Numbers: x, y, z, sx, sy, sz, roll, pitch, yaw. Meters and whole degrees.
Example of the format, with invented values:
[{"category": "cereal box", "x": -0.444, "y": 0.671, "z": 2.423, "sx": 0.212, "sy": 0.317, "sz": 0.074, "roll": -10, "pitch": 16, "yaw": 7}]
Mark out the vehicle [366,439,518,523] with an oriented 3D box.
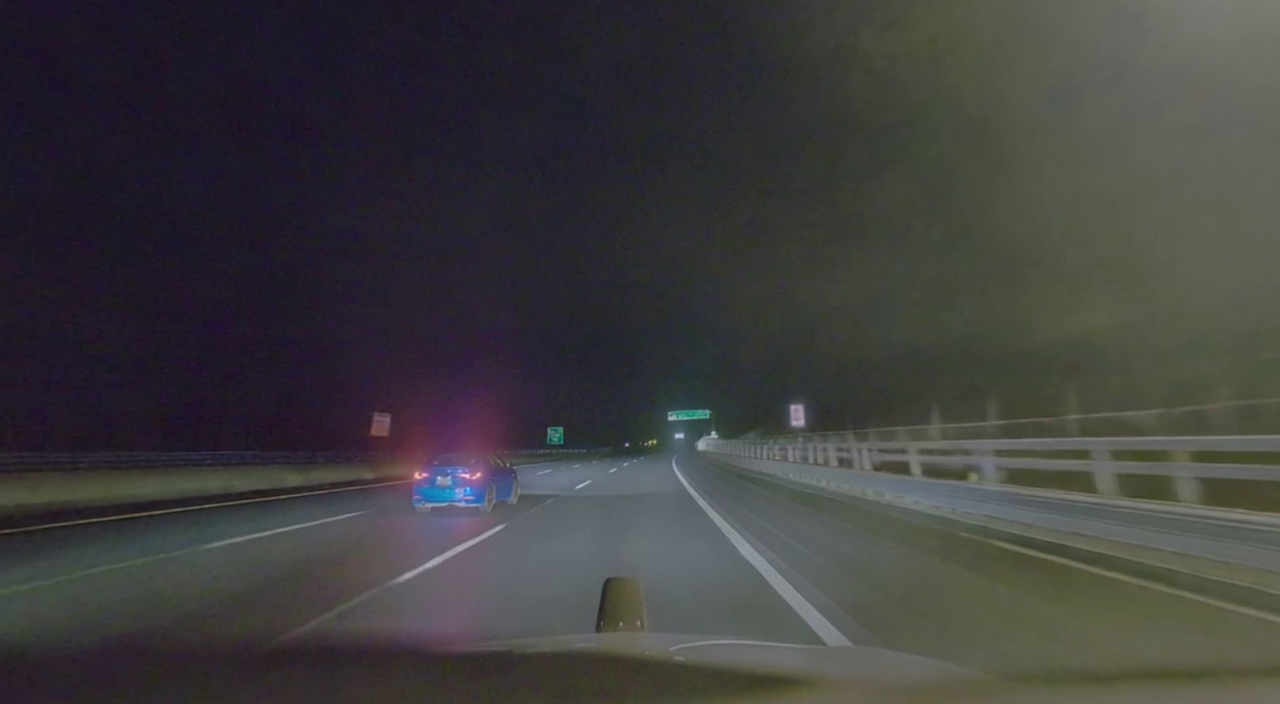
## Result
[{"category": "vehicle", "x": -3.967, "y": 2.637, "z": 13.399, "sx": 1.928, "sy": 1.504, "sz": 3.745, "roll": 0, "pitch": -9, "yaw": 1}]
